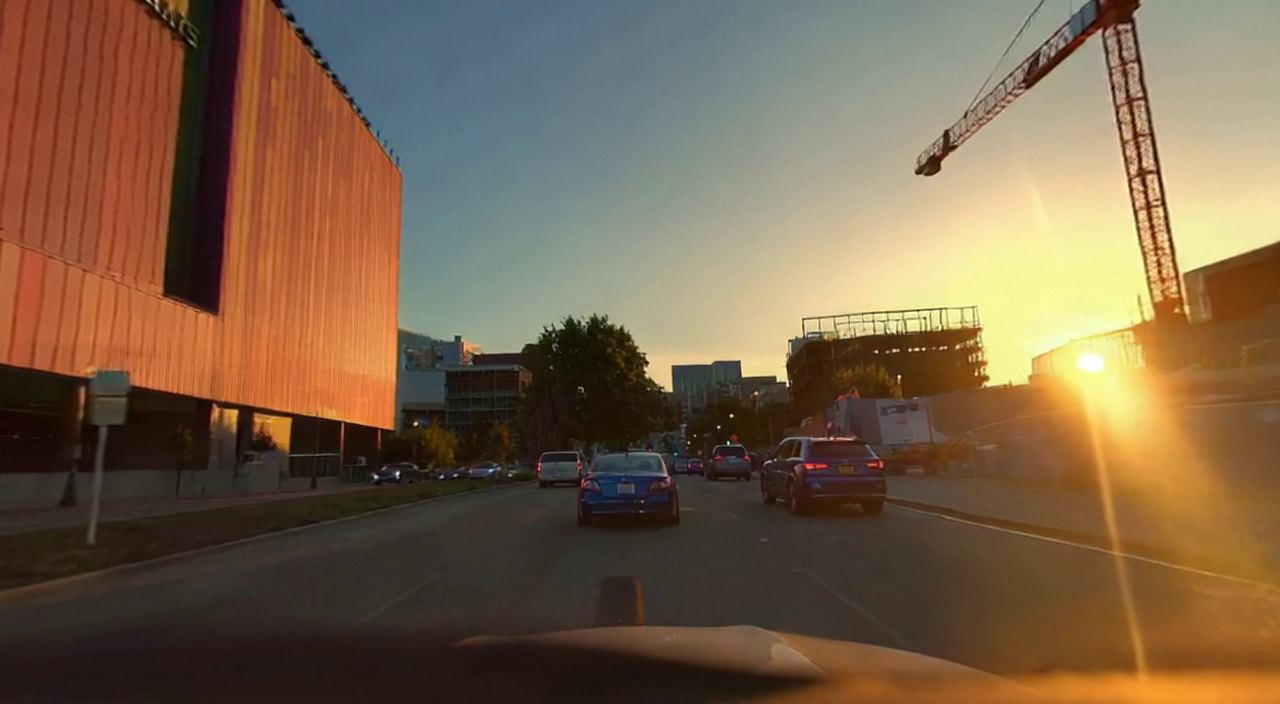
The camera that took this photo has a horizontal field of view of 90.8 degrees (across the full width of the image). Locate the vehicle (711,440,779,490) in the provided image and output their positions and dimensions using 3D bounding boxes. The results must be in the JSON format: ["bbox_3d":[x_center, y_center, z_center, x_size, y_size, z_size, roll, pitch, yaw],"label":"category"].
[{"bbox_3d":[4.286,4.695,26.661,2.124,1.896,4.914,0,-8,1],"label":"vehicle"}]

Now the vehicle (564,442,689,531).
[{"bbox_3d":[-0.168,2.619,12.917,2.131,1.496,4.193,0,-8,2],"label":"vehicle"}]

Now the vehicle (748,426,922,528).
[{"bbox_3d":[3.923,2.600,13.821,2.185,1.797,4.934,0,-8,0],"label":"vehicle"}]

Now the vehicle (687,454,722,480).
[{"bbox_3d":[4.334,7.772,42.971,2.115,1.636,4.104,0,-8,2],"label":"vehicle"}]

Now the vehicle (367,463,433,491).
[{"bbox_3d":[-15.165,7.897,40.172,2.078,1.496,4.769,-1,-8,4],"label":"vehicle"}]

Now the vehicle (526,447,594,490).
[{"bbox_3d":[-3.392,5.028,27.665,2.201,1.691,4.305,-1,-8,3],"label":"vehicle"}]

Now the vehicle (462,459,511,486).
[{"bbox_3d":[-11.300,8.865,46.689,2.202,1.714,4.509,-1,-8,4],"label":"vehicle"}]
